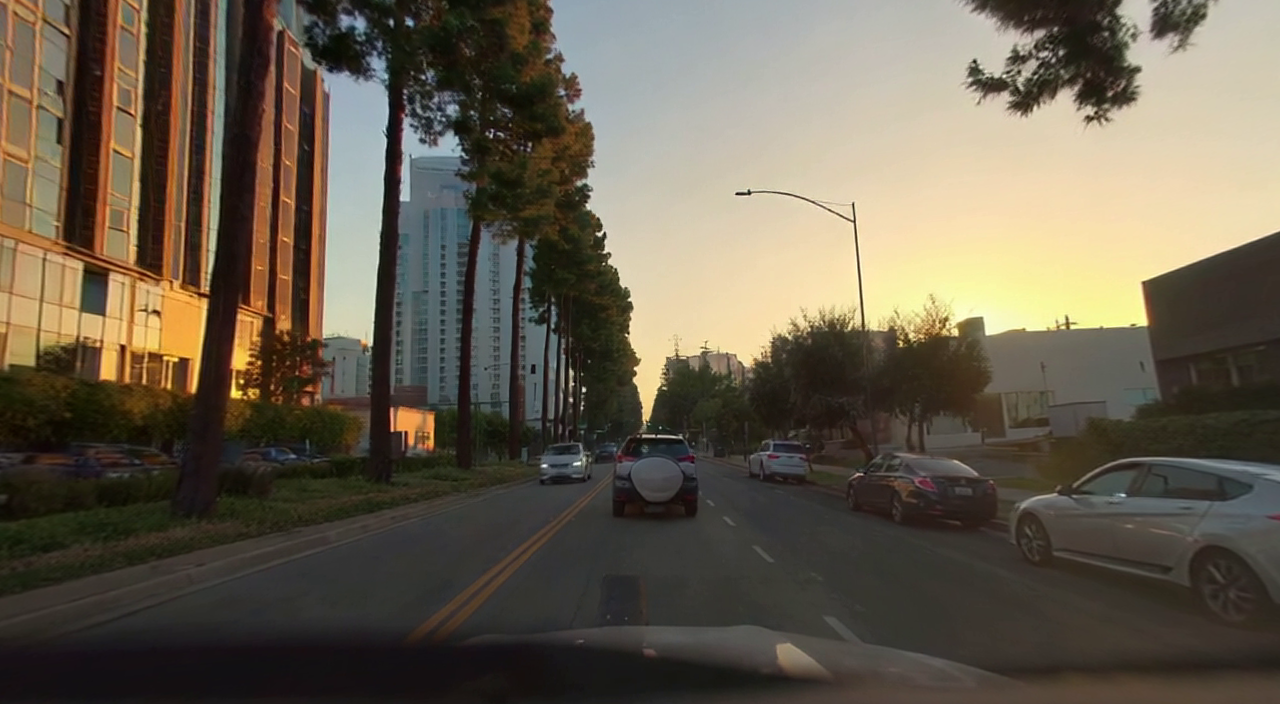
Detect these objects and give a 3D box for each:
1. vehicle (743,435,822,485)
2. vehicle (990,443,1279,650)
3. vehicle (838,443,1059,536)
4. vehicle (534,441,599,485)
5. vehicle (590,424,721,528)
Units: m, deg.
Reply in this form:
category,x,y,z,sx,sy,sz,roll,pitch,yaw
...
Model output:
category,x,y,z,sx,sy,sz,roll,pitch,yaw
vehicle,5.659,4.353,25.722,2.059,1.813,4.637,0,-9,-1
vehicle,5.538,1.615,5.946,1.809,1.478,4.623,0,-9,0
vehicle,5.673,2.555,12.494,1.852,1.452,4.852,0,-9,-1
vehicle,-2.750,4.267,24.537,1.979,1.534,4.076,0,-9,1
vehicle,0.272,2.300,12.152,2.105,1.653,3.887,0,-9,1
